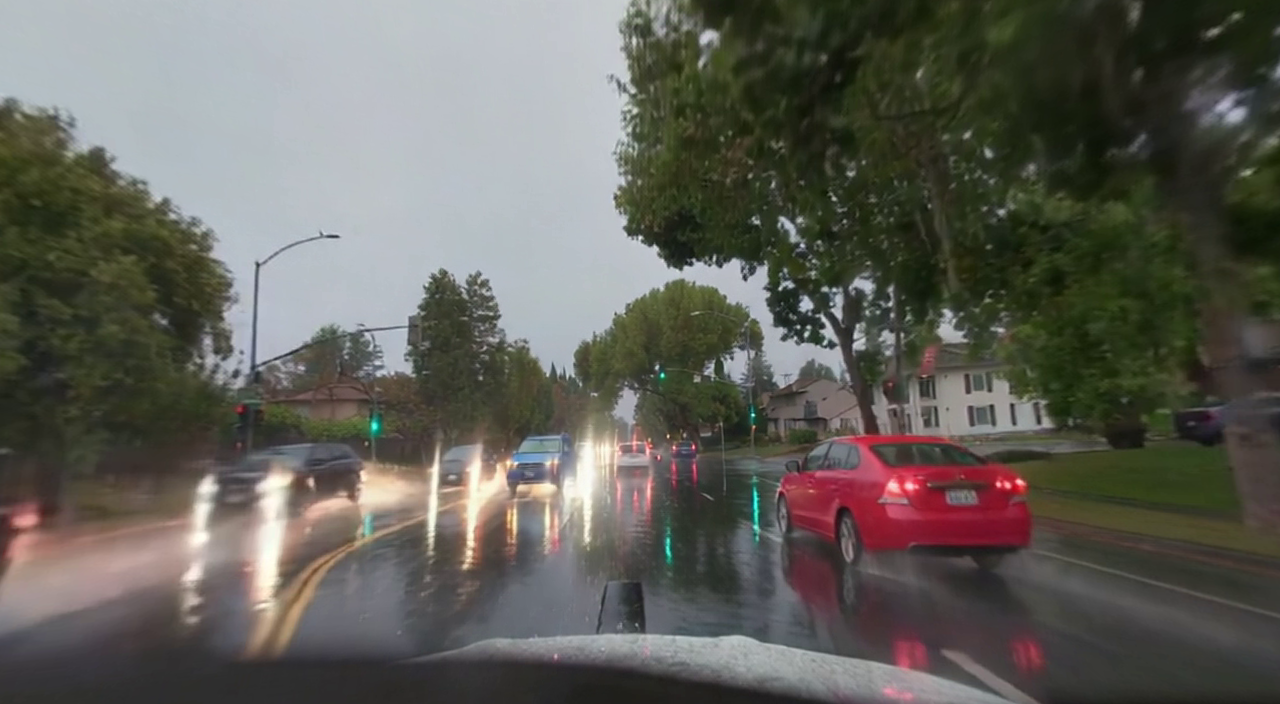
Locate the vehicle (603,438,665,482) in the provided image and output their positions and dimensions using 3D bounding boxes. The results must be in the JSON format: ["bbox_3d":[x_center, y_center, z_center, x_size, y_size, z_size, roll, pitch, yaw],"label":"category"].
[{"bbox_3d":[-0.252,3.992,23.801,2.114,1.483,4.207,0,-8,-1],"label":"vehicle"}]

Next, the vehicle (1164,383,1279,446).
[{"bbox_3d":[18.455,1.871,18.410,2.012,1.690,5.034,0,-8,0],"label":"vehicle"}]

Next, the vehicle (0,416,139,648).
[{"bbox_3d":[-5.970,1.248,3.825,2.146,1.768,4.664,0,-8,-2],"label":"vehicle"}]

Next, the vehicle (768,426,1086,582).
[{"bbox_3d":[3.170,1.748,8.222,1.973,1.447,4.402,0,-8,-2],"label":"vehicle"}]

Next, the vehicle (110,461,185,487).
[{"bbox_3d":[-37.584,9.267,48.349,1.876,1.763,4.515,-1,-8,4],"label":"vehicle"}]

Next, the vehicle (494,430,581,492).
[{"bbox_3d":[-3.202,3.508,20.907,2.083,1.741,5.530,0,-8,-1],"label":"vehicle"}]

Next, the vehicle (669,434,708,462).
[{"bbox_3d":[3.382,6.781,44.697,2.187,1.847,4.553,0,-8,-3],"label":"vehicle"}]

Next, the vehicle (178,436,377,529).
[{"bbox_3d":[-8.997,3.205,16.452,2.167,1.973,5.474,0,-8,-3],"label":"vehicle"}]

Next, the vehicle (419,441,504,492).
[{"bbox_3d":[-6.314,4.056,22.852,2.051,1.663,4.031,0,-8,-2],"label":"vehicle"}]
